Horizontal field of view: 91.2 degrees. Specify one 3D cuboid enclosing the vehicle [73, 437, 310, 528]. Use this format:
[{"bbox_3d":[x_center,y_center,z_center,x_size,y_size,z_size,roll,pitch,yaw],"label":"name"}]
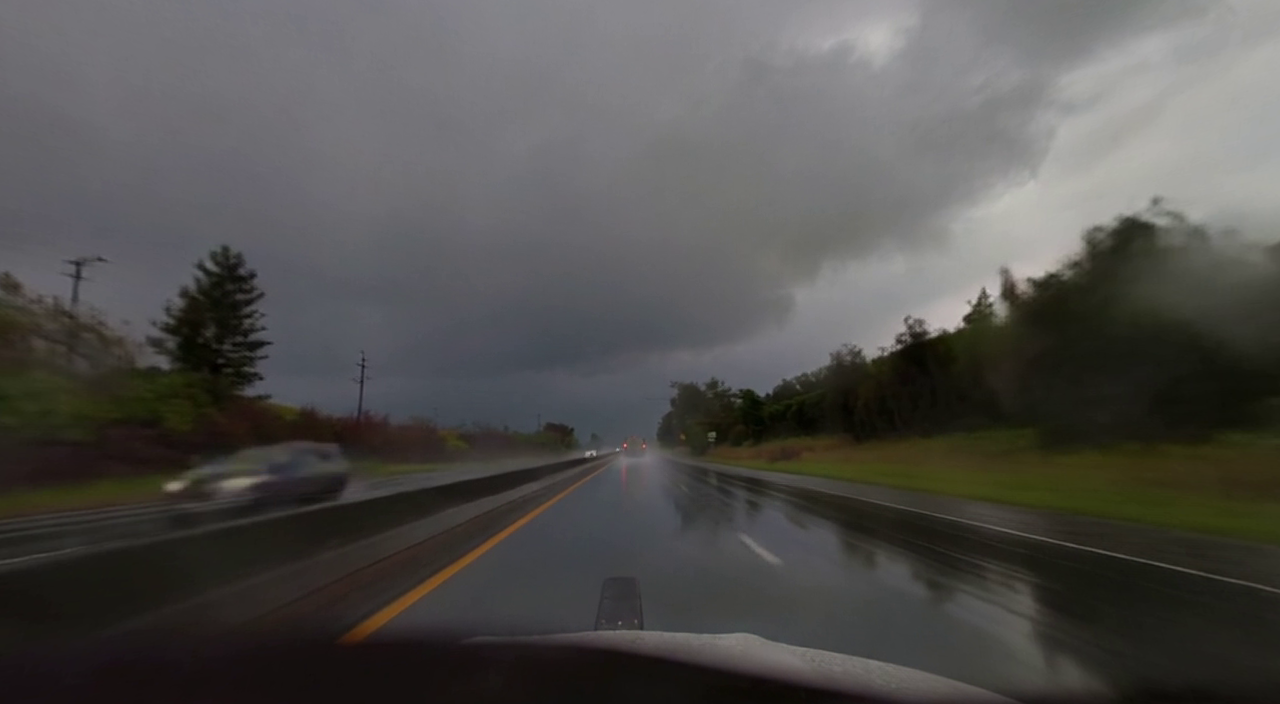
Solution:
[{"bbox_3d":[-9.477,2.755,13.854,1.934,1.646,4.423,0,-9,0],"label":"vehicle"}]
